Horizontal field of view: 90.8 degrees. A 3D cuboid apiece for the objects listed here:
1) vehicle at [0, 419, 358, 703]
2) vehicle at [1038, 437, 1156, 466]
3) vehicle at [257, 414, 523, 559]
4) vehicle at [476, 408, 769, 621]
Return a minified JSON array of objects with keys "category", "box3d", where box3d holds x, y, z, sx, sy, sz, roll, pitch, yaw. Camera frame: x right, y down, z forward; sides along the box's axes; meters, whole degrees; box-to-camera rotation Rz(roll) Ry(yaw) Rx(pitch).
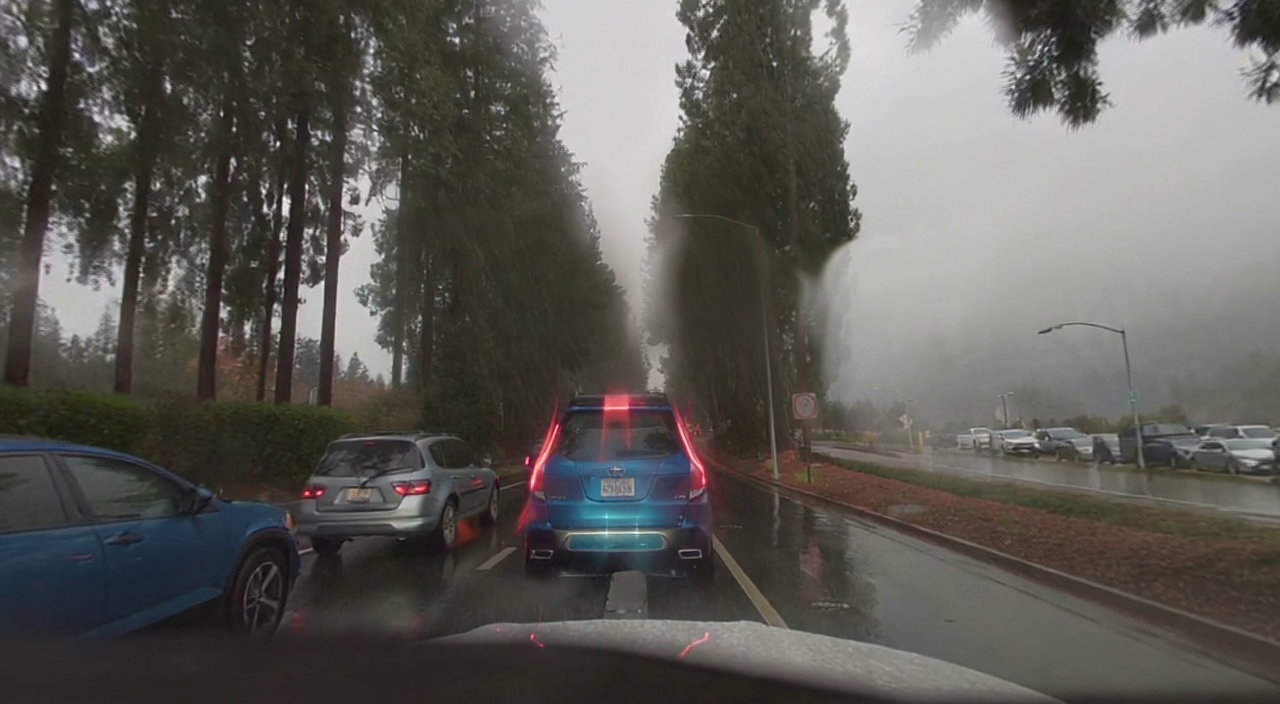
[{"category":"vehicle","box3d":[-3.658,1.163,3.623,1.922,1.464,4.424,0,-8,2]},{"category":"vehicle","box3d":[28.485,6.190,39.483,5.955,1.702,2.166,1,-8,-6]},{"category":"vehicle","box3d":[-3.476,1.972,10.049,2.188,1.745,4.618,0,-8,2]},{"category":"vehicle","box3d":[-0.034,1.523,6.833,2.229,1.591,3.897,-1,-8,3]}]
